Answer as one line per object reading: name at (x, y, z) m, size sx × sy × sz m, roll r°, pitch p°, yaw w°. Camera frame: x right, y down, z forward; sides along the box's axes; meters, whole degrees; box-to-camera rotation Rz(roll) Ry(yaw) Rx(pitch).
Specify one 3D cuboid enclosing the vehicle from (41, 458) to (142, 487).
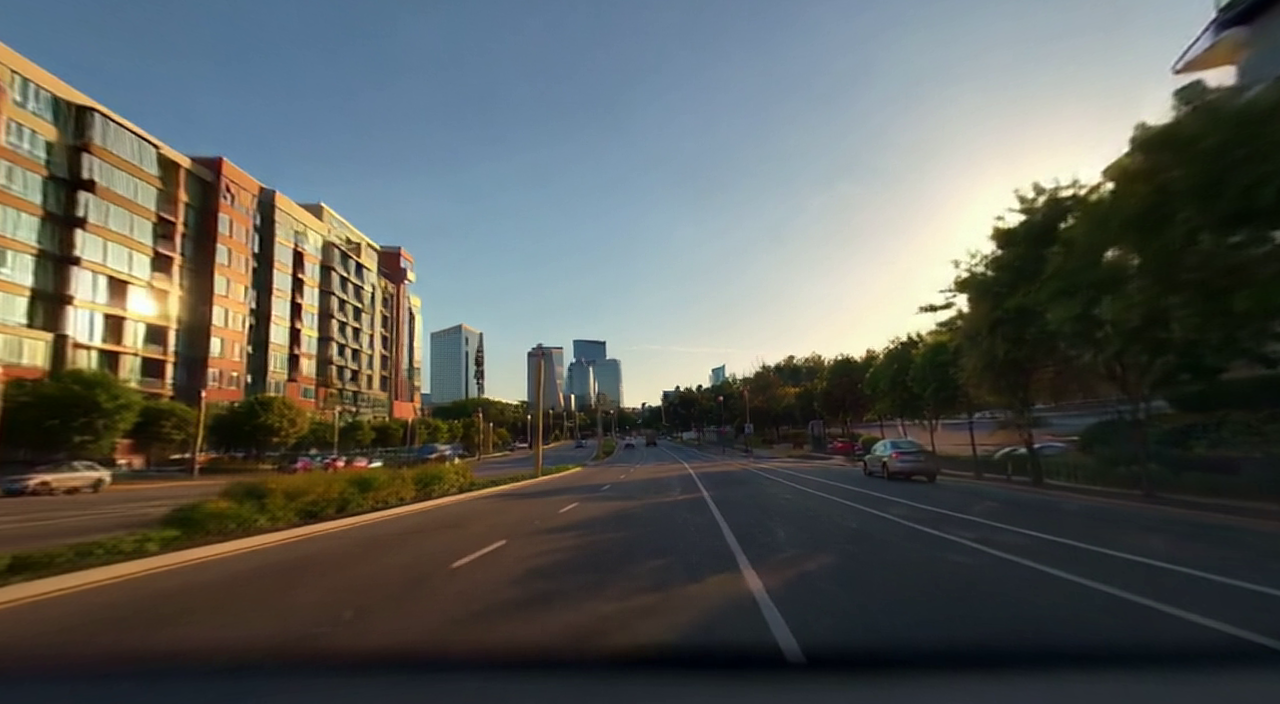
vehicle at (-34.480, 7.579, 39.691) m, size 4.463 × 1.688 × 2.078 m, roll 0°, pitch -8°, yaw 2°

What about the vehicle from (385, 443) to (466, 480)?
vehicle at (-12.513, 6.407, 37.282) m, size 2.237 × 1.957 × 5.836 m, roll -1°, pitch -8°, yaw 6°

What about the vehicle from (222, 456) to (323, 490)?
vehicle at (-18.195, 5.979, 31.493) m, size 1.918 × 1.498 × 4.741 m, roll -1°, pitch -8°, yaw 4°

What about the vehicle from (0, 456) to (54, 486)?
vehicle at (-40.537, 7.551, 40.036) m, size 4.668 × 1.773 × 1.928 m, roll 0°, pitch -8°, yaw 2°
